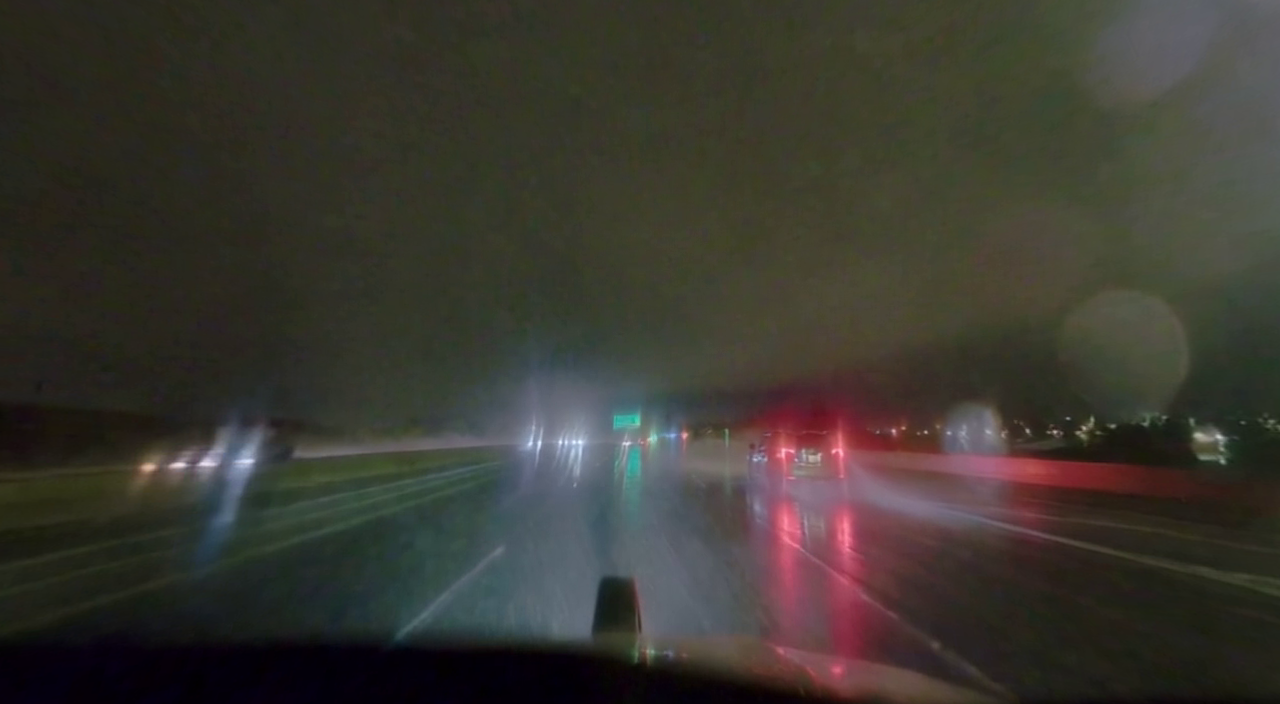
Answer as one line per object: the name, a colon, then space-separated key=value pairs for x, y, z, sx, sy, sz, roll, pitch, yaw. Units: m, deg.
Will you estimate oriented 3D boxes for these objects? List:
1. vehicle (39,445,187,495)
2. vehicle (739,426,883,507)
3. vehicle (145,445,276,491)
vehicle: x=-19.736 y=4.379 z=23.852 sx=1.907 sy=1.651 sz=4.295 roll=0 pitch=-8 yaw=-1
vehicle: x=3.499 y=2.407 z=13.719 sx=1.946 sy=1.481 sz=3.969 roll=0 pitch=-8 yaw=-2
vehicle: x=-16.298 y=4.386 z=24.204 sx=1.855 sy=1.526 sz=4.558 roll=0 pitch=-8 yaw=0
